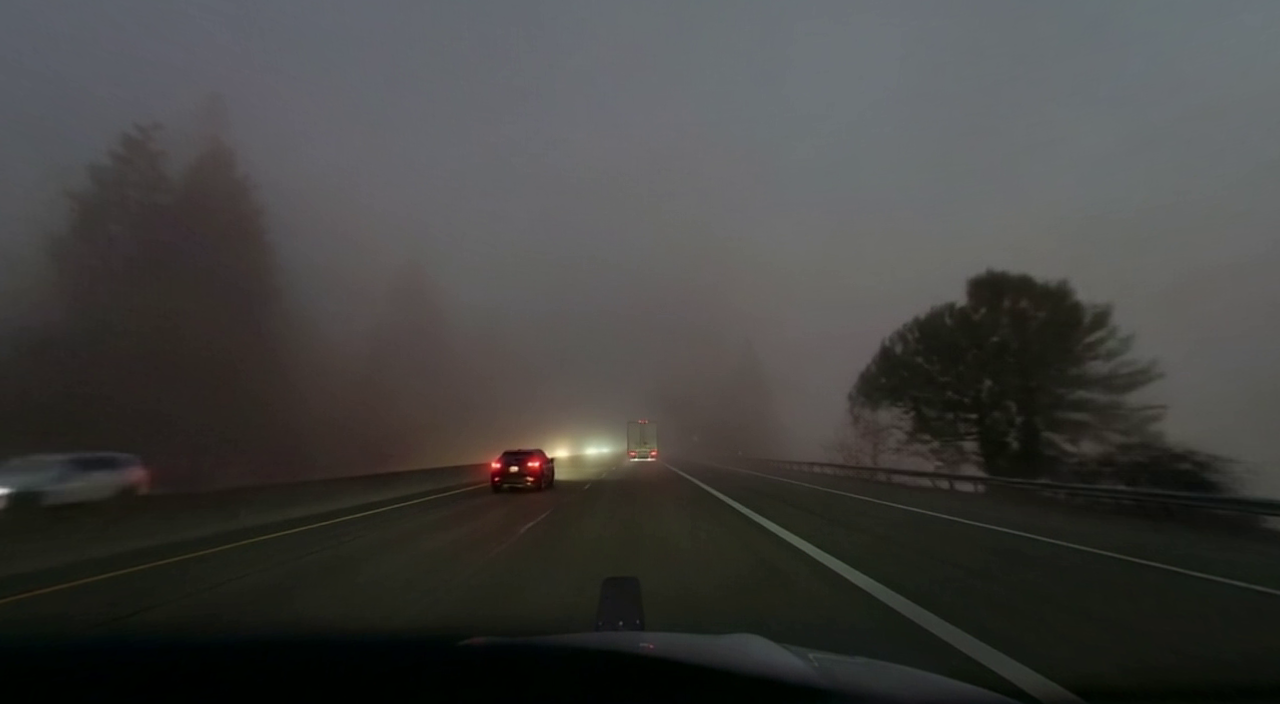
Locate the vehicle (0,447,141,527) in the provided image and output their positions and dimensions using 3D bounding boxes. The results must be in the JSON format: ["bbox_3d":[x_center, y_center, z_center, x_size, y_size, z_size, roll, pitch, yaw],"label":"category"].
[{"bbox_3d":[-13.299,2.755,13.136,2.005,1.521,4.592,-1,-9,1],"label":"vehicle"}]

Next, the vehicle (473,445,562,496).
[{"bbox_3d":[-3.793,3.747,20.253,1.955,1.438,4.100,-1,-9,1],"label":"vehicle"}]
